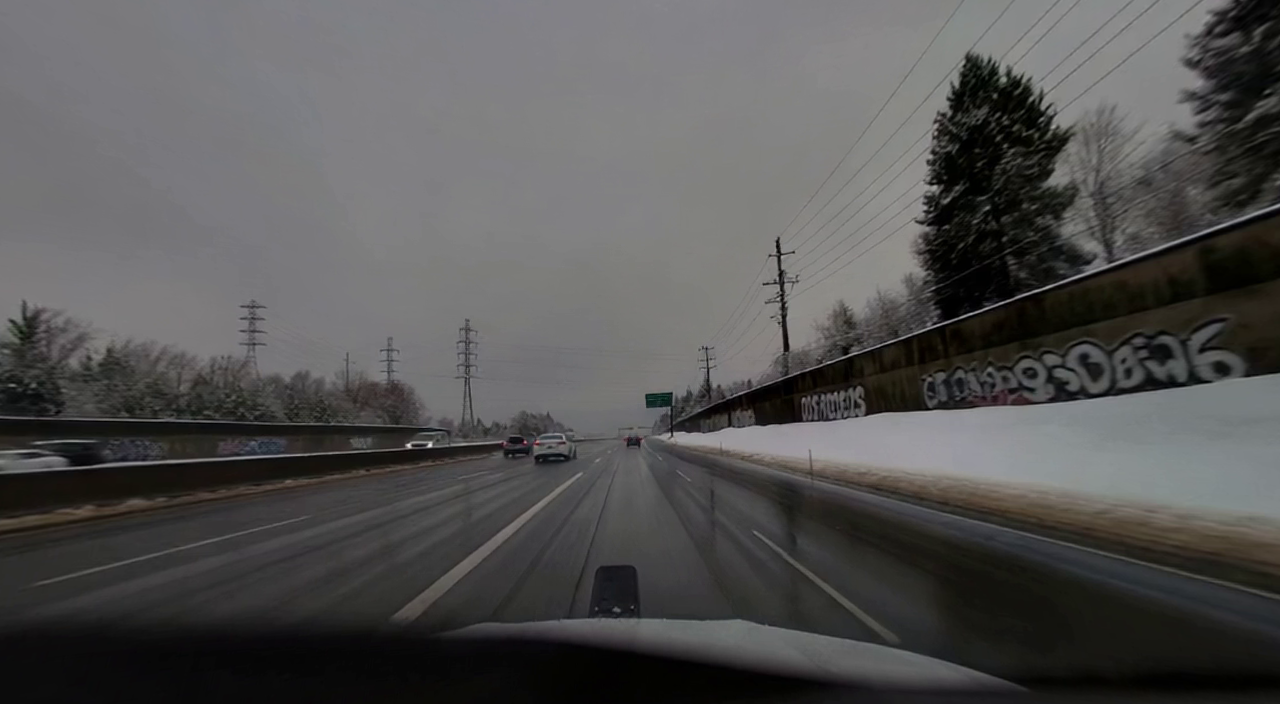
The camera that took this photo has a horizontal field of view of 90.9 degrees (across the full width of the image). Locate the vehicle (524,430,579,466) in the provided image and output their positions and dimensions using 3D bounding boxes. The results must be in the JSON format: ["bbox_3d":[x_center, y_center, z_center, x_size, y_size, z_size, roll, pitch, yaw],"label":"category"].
[{"bbox_3d":[-4.254,4.660,30.881,2.118,1.640,4.031,0,-8,0],"label":"vehicle"}]

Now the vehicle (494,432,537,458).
[{"bbox_3d":[-8.185,6.137,41.764,2.033,1.615,4.168,0,-8,0],"label":"vehicle"}]

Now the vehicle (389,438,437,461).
[{"bbox_3d":[-16.107,6.878,44.882,1.929,1.531,4.100,0,-8,0],"label":"vehicle"}]
